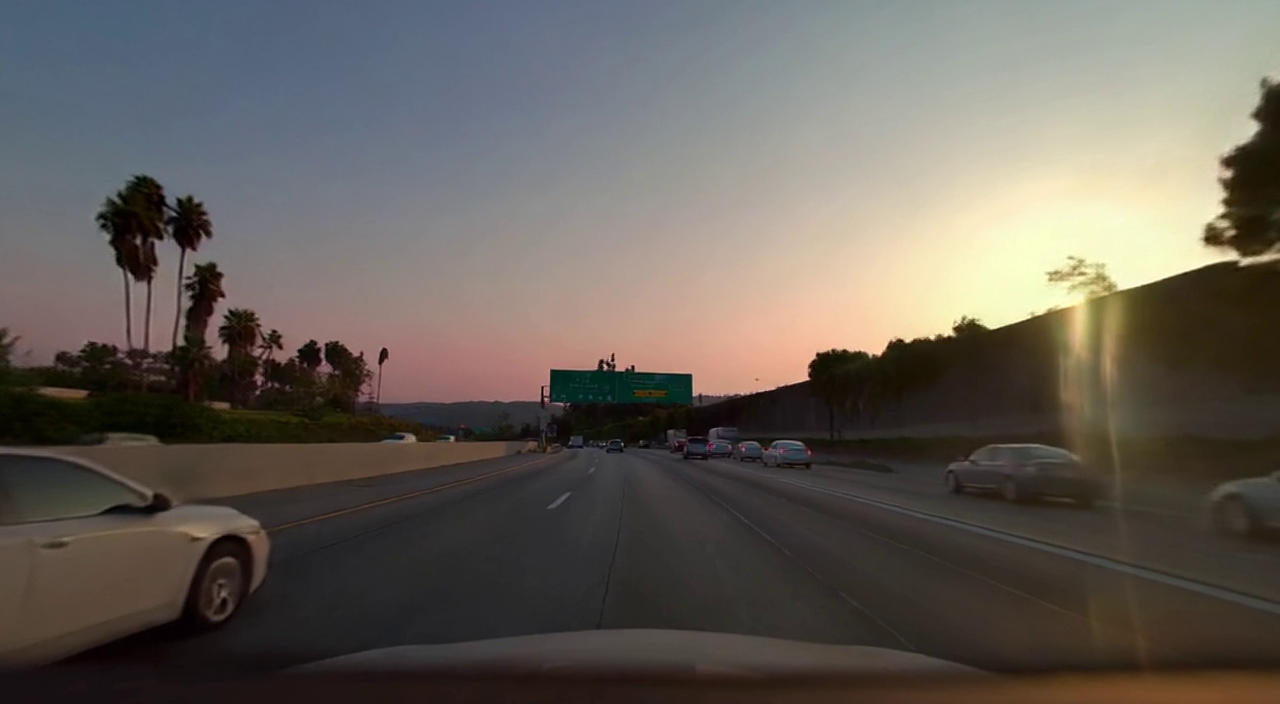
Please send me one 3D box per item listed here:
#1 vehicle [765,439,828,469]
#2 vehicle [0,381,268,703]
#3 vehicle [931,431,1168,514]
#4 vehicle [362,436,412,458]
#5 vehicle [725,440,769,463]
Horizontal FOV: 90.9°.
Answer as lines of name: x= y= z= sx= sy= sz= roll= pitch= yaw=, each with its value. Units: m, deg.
vehicle: x=8.102 y=5.308 z=33.098 sx=1.922 sy=1.456 sz=4.626 roll=0 pitch=-8 yaw=-3
vehicle: x=-3.722 y=0.857 z=2.322 sx=2.109 sy=1.536 sz=4.174 roll=0 pitch=-8 yaw=1
vehicle: x=8.467 y=2.515 z=13.727 sx=1.947 sy=1.452 sz=4.696 roll=0 pitch=-8 yaw=-1
vehicle: x=-19.253 y=7.243 z=48.164 sx=1.991 sy=1.614 sz=4.729 roll=0 pitch=-8 yaw=-2
vehicle: x=7.192 y=6.738 z=42.892 sx=1.984 sy=1.477 sz=4.385 roll=0 pitch=-8 yaw=-4
